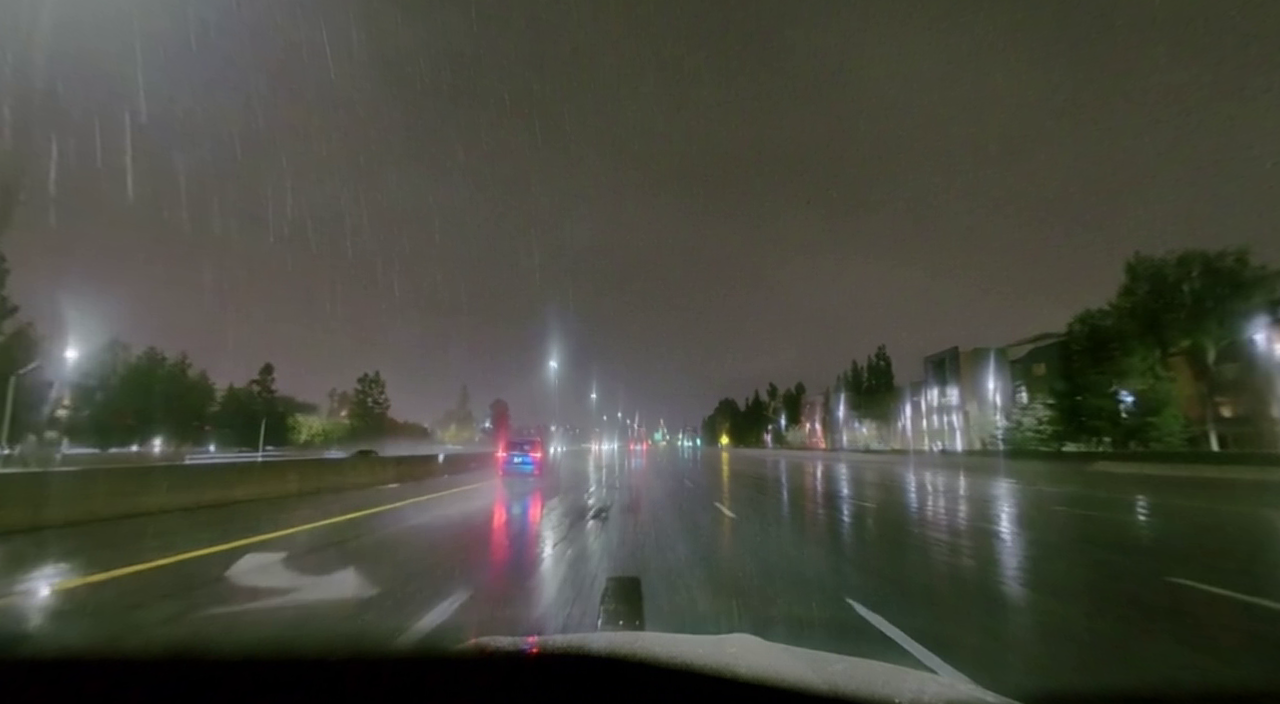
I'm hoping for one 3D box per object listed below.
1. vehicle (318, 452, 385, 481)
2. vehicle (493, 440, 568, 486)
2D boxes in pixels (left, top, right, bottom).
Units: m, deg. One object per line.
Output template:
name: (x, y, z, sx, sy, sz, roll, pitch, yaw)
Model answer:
vehicle: (-16.946, 6.715, 37.313, 1.907, 1.498, 4.348, 0, -8, 0)
vehicle: (-3.873, 4.011, 23.131, 1.900, 1.492, 4.495, 0, -8, 0)
